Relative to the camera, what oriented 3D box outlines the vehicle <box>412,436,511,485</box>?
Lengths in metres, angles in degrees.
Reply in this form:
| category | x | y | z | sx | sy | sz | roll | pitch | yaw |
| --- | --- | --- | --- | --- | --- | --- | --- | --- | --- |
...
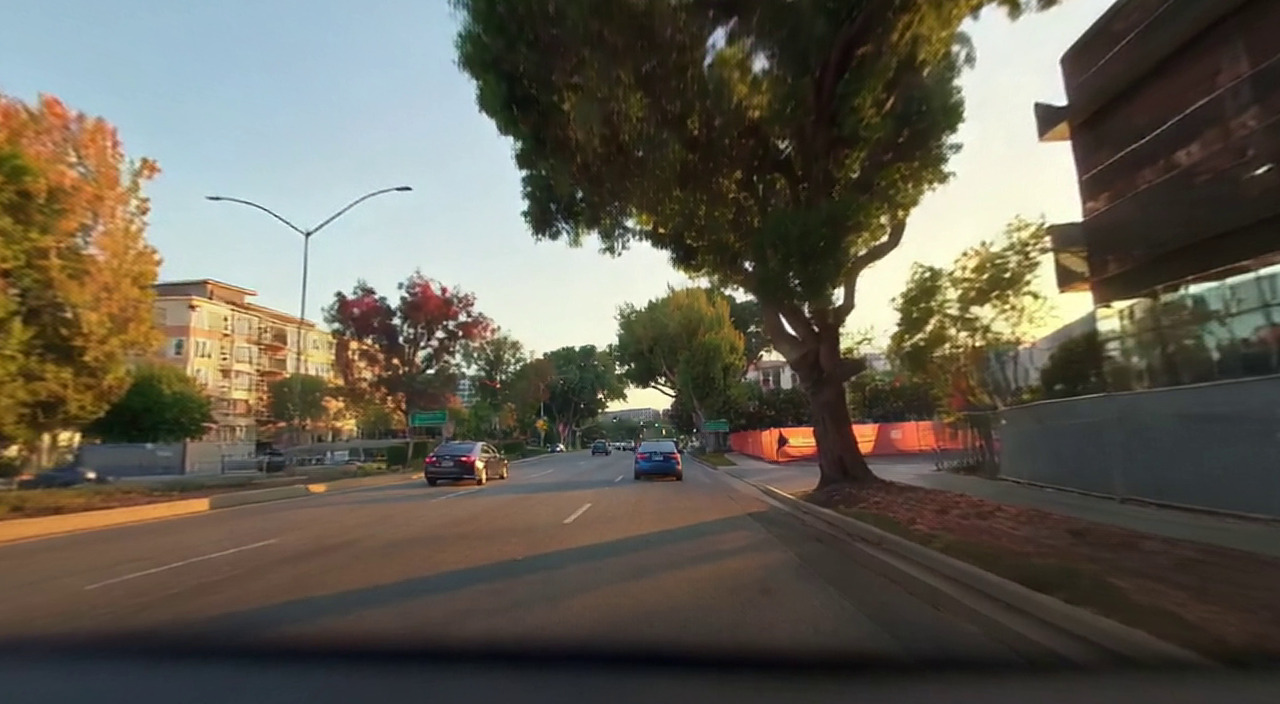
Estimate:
| category | x | y | z | sx | sy | sz | roll | pitch | yaw |
| --- | --- | --- | --- | --- | --- | --- | --- | --- | --- |
| vehicle | -5.914 | 3.659 | 21.508 | 1.877 | 1.479 | 4.430 | -1 | -9 | 3 |

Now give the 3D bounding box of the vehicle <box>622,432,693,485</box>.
| category | x | y | z | sx | sy | sz | roll | pitch | yaw |
| --- | --- | --- | --- | --- | --- | --- | --- | --- | --- |
| vehicle | 0.605 | 3.678 | 21.969 | 2.227 | 1.654 | 4.091 | 0 | -9 | 1 |
